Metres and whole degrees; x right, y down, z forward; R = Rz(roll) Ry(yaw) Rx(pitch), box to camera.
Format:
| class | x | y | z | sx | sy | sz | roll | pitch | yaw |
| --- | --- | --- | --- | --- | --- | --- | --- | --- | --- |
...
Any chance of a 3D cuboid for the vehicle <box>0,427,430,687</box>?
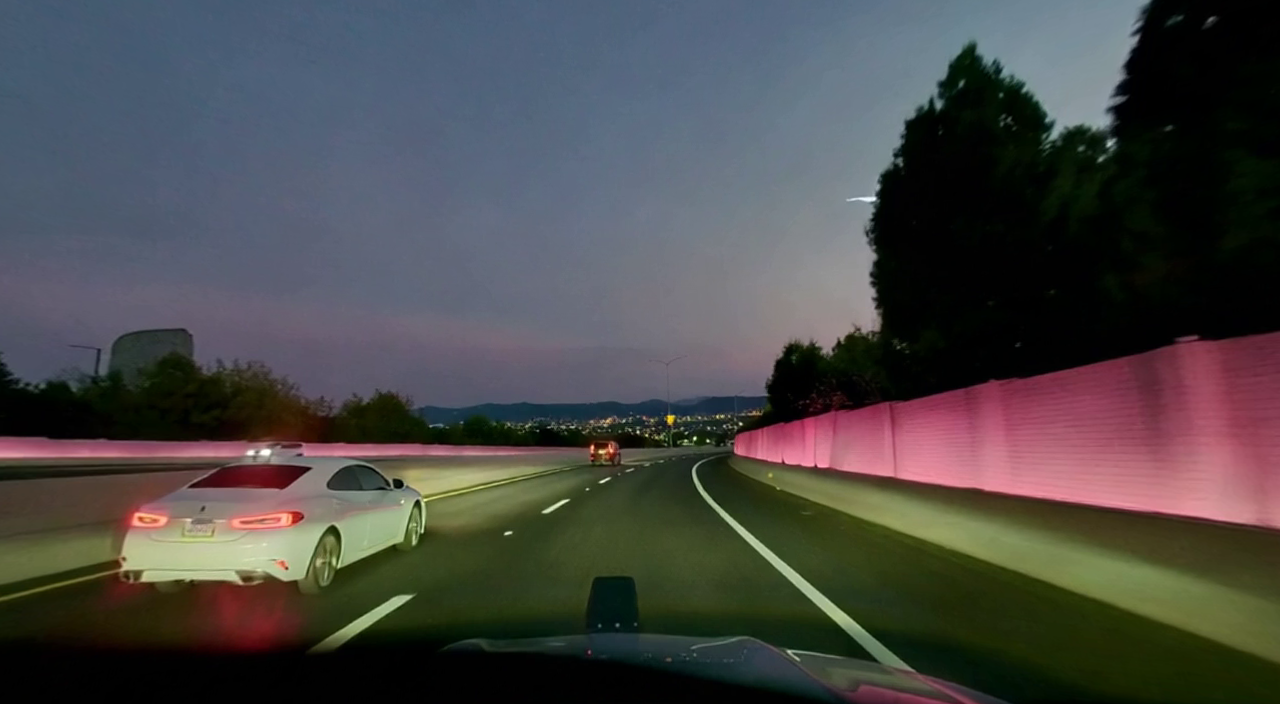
| class | x | y | z | sx | sy | sz | roll | pitch | yaw |
| --- | --- | --- | --- | --- | --- | --- | --- | --- | --- |
| vehicle | -3.532 | 1.458 | 5.682 | 1.746 | 1.405 | 4.339 | 0 | -9 | 0 |

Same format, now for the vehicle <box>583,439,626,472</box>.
| class | x | y | z | sx | sy | sz | roll | pitch | yaw |
| --- | --- | --- | --- | --- | --- | --- | --- | --- | --- |
| vehicle | -1.923 | 5.773 | 35.338 | 1.833 | 1.697 | 3.984 | -1 | -9 | 5 |
